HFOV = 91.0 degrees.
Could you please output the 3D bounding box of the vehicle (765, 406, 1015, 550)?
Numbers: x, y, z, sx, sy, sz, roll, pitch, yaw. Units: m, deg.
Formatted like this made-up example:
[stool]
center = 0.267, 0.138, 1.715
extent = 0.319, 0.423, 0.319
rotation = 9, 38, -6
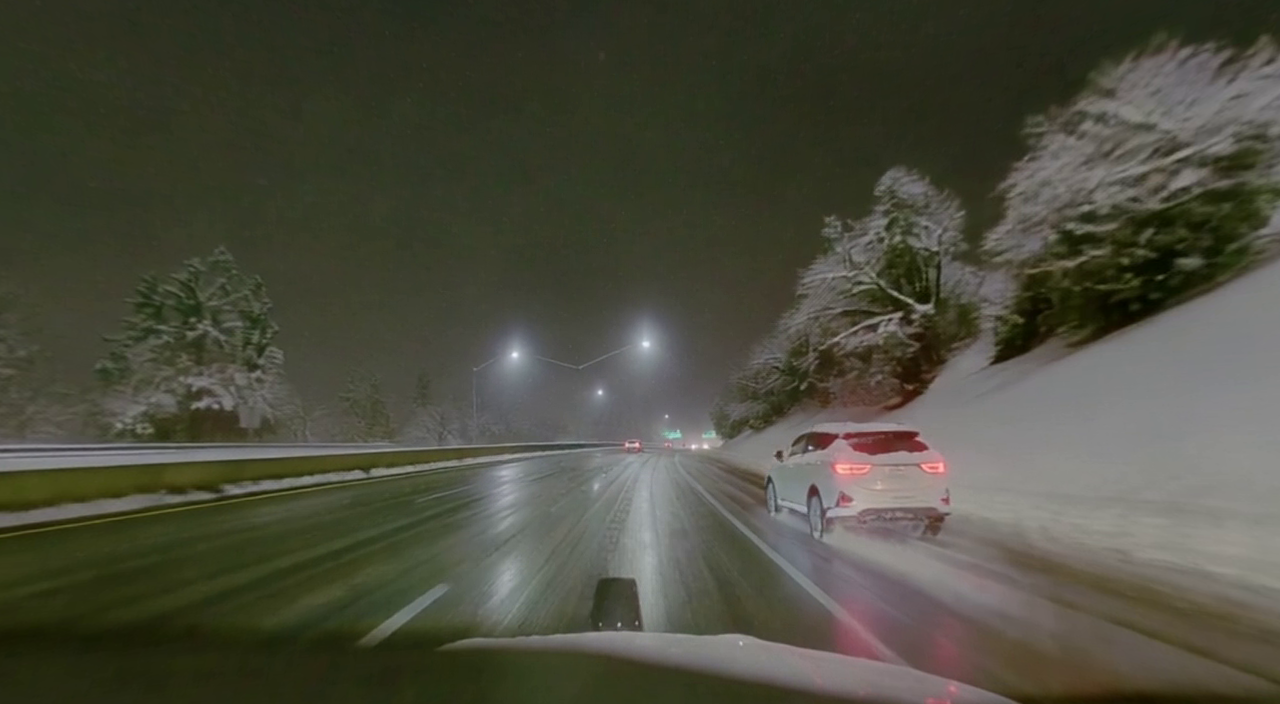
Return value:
[vehicle]
center = 3.448, 1.838, 9.778
extent = 2.090, 1.715, 4.228
rotation = 0, -8, 0
